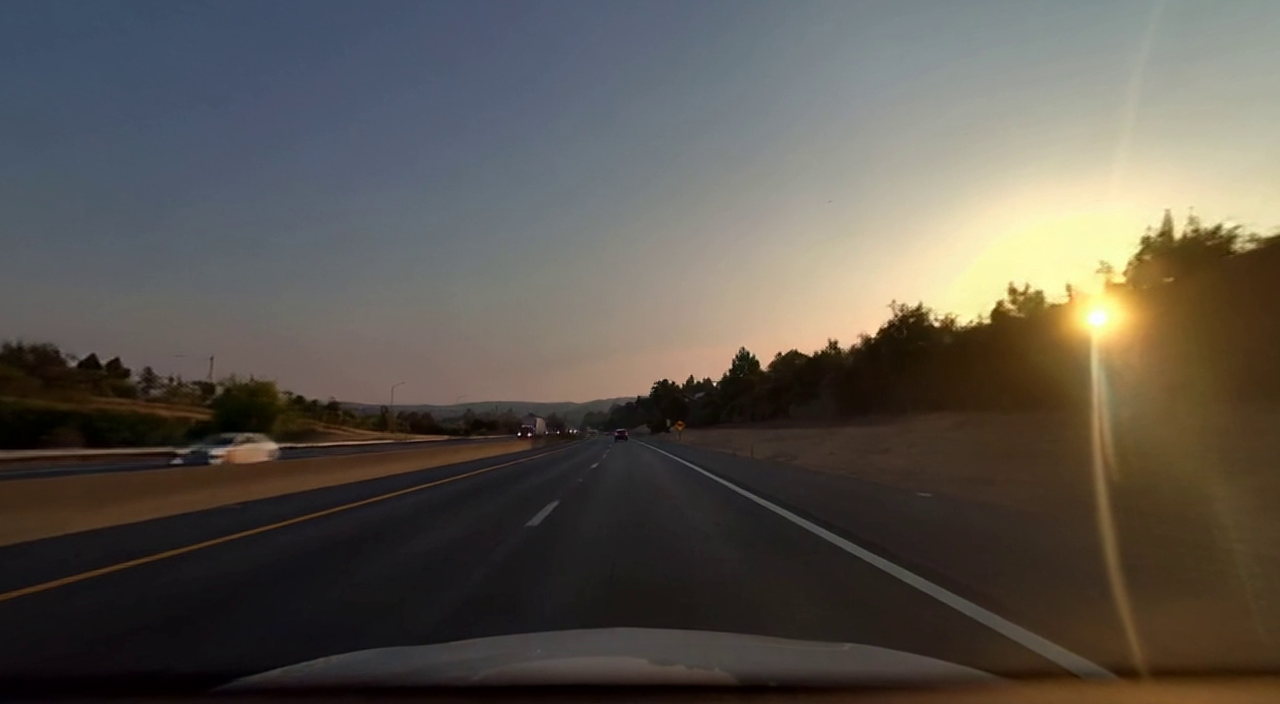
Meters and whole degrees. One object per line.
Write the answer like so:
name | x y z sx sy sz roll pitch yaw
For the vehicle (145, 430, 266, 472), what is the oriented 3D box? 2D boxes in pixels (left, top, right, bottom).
vehicle | -16.403 3.741 24.077 1.785 1.429 4.077 0 -8 -1
